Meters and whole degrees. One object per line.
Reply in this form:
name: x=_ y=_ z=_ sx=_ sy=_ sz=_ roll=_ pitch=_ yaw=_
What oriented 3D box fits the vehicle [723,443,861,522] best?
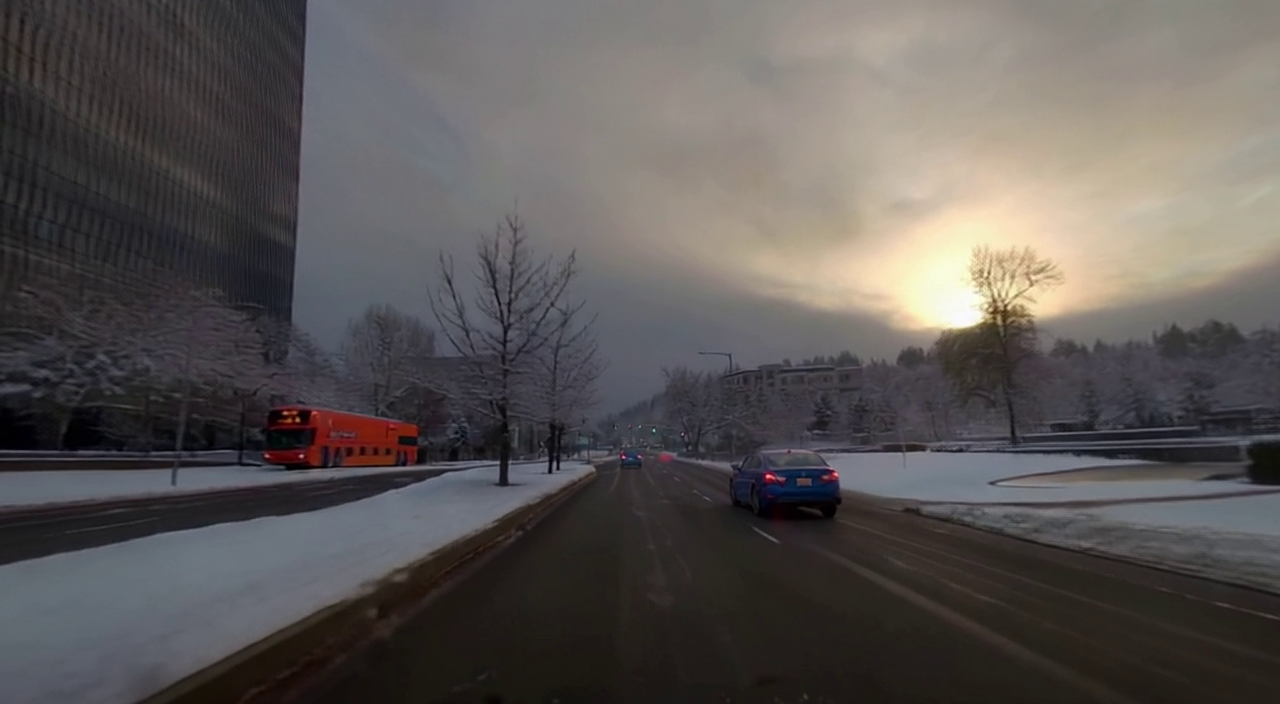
vehicle: x=3.196 y=2.831 z=14.195 sx=1.993 sy=1.501 sz=4.127 roll=0 pitch=-9 yaw=-1
